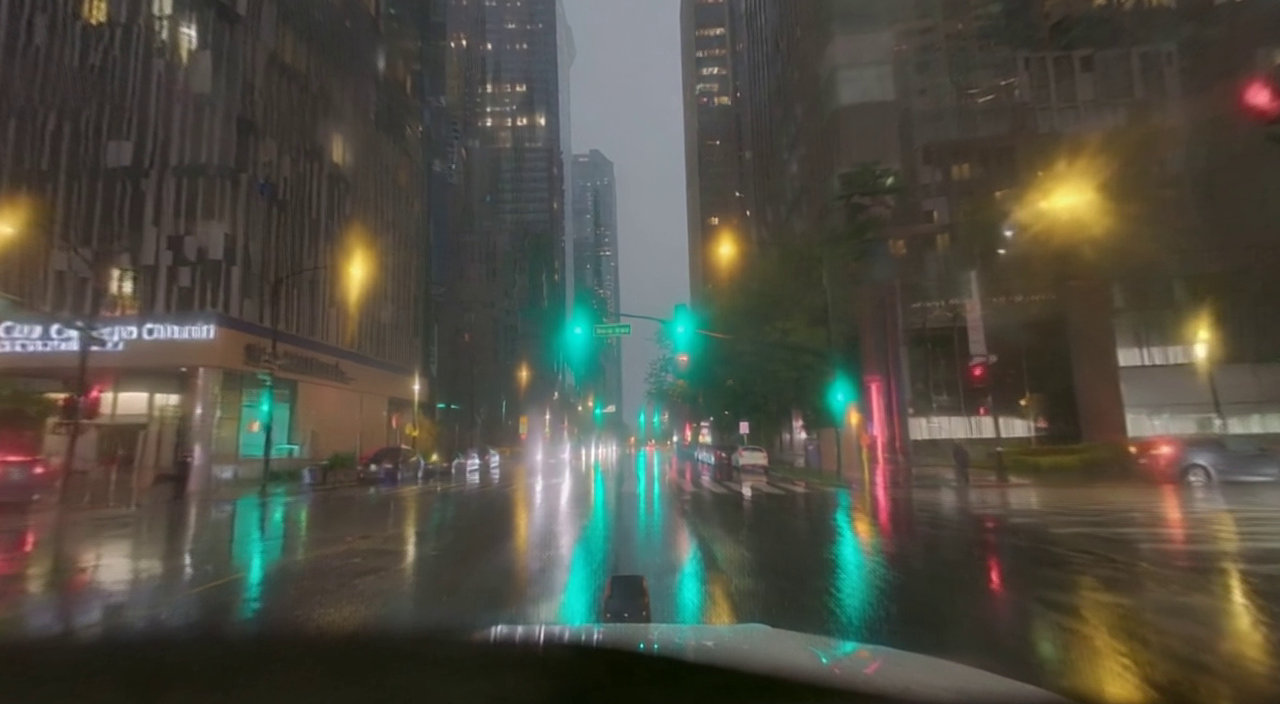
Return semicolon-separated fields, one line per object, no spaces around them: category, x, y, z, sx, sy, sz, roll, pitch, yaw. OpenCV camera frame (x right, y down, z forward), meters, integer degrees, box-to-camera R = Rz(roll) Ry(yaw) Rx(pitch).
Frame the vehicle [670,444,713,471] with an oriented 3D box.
vehicle;2.754;5.686;34.310;1.919;1.371;3.583;0;-8;-2

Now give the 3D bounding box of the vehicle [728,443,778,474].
vehicle;6.029;5.684;34.068;1.882;1.479;4.652;2;-8;0

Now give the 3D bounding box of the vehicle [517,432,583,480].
vehicle;-3.859;4.533;27.787;2.176;1.804;4.740;-2;-8;0

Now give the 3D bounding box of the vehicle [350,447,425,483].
vehicle;-12.700;5.693;32.044;2.118;1.644;4.188;0;-8;-1

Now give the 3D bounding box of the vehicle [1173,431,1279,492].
vehicle;17.119;2.853;16.605;4.293;1.495;1.935;0;-8;1

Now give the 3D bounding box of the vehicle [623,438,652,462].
vehicle;-0.208;7.585;49.061;2.165;1.749;4.078;0;-8;0

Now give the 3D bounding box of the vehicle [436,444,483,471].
vehicle;-12.269;7.210;43.191;1.854;1.727;4.426;0;-8;1
